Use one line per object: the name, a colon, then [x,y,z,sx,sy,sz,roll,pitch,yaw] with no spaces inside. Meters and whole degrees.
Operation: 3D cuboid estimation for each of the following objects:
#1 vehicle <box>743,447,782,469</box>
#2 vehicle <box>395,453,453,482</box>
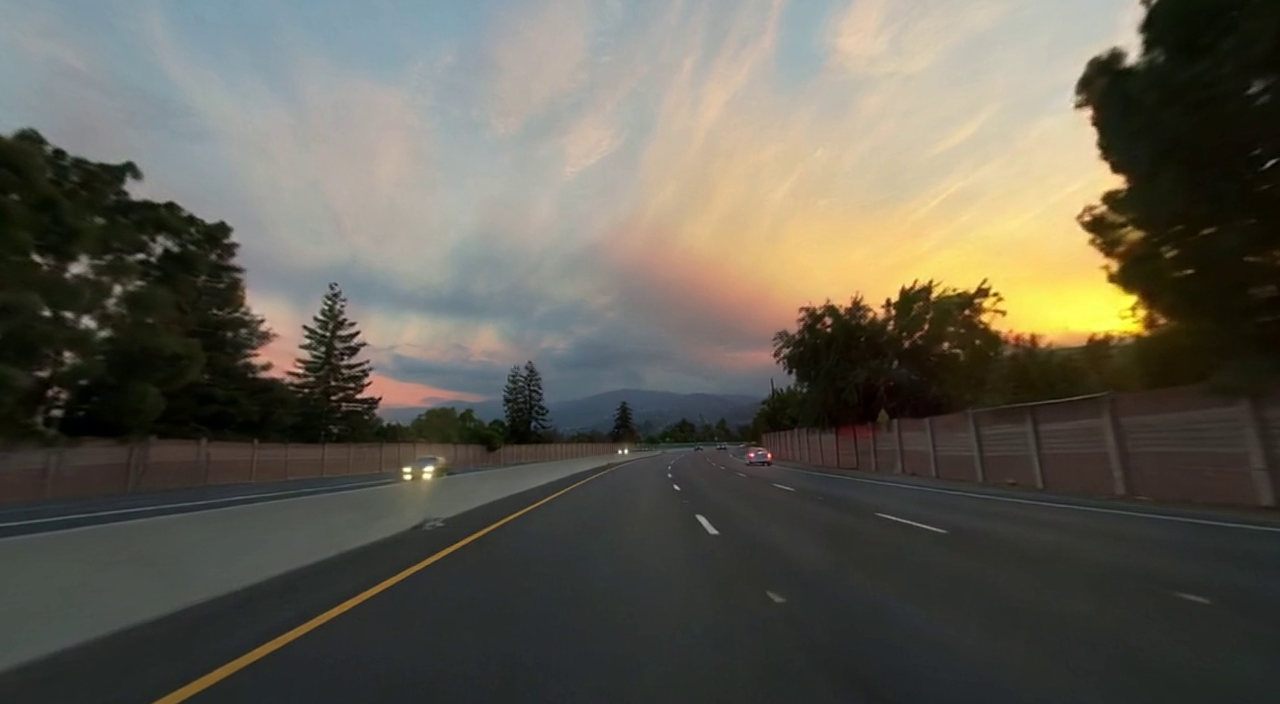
vehicle: [8.947,7.796,46.396,1.983,1.486,4.545,-1,-9,0]
vehicle: [-12.129,6.506,35.614,1.876,1.462,3.677,-1,-9,2]
